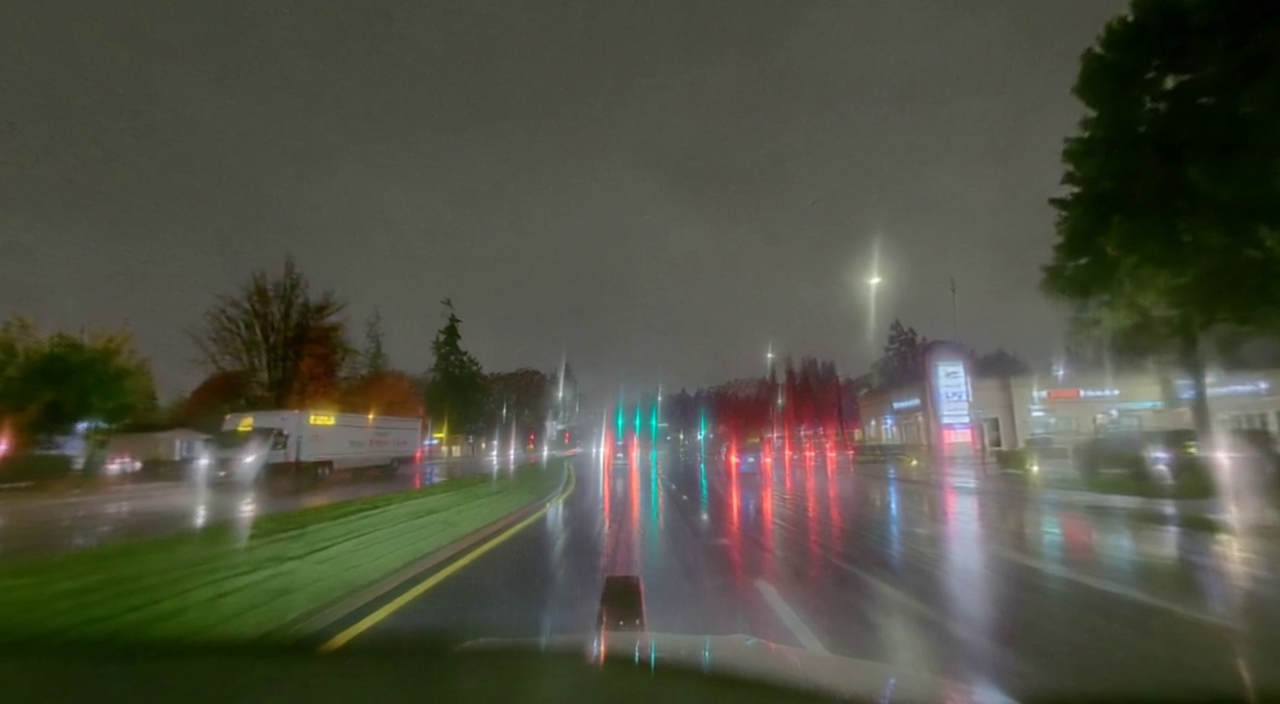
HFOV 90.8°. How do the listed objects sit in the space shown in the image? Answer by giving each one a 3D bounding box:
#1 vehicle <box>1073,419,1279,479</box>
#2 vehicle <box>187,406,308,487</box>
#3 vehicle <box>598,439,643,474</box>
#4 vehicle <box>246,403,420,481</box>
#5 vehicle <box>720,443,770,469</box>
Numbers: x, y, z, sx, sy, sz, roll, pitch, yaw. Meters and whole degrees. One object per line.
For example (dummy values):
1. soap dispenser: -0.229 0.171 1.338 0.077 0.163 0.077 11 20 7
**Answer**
1. vehicle: 19.231 3.429 22.399 5.909 1.970 2.365 0 -8 0
2. vehicle: -19.553 4.724 31.813 2.986 3.786 4.453 0 -8 1
3. vehicle: -1.044 5.121 31.214 2.072 1.545 4.578 0 -8 -4
4. vehicle: -19.414 6.076 42.345 3.133 4.167 16.699 0 -8 1
5. vehicle: 6.385 6.387 39.083 2.075 1.475 4.571 0 -8 -3
